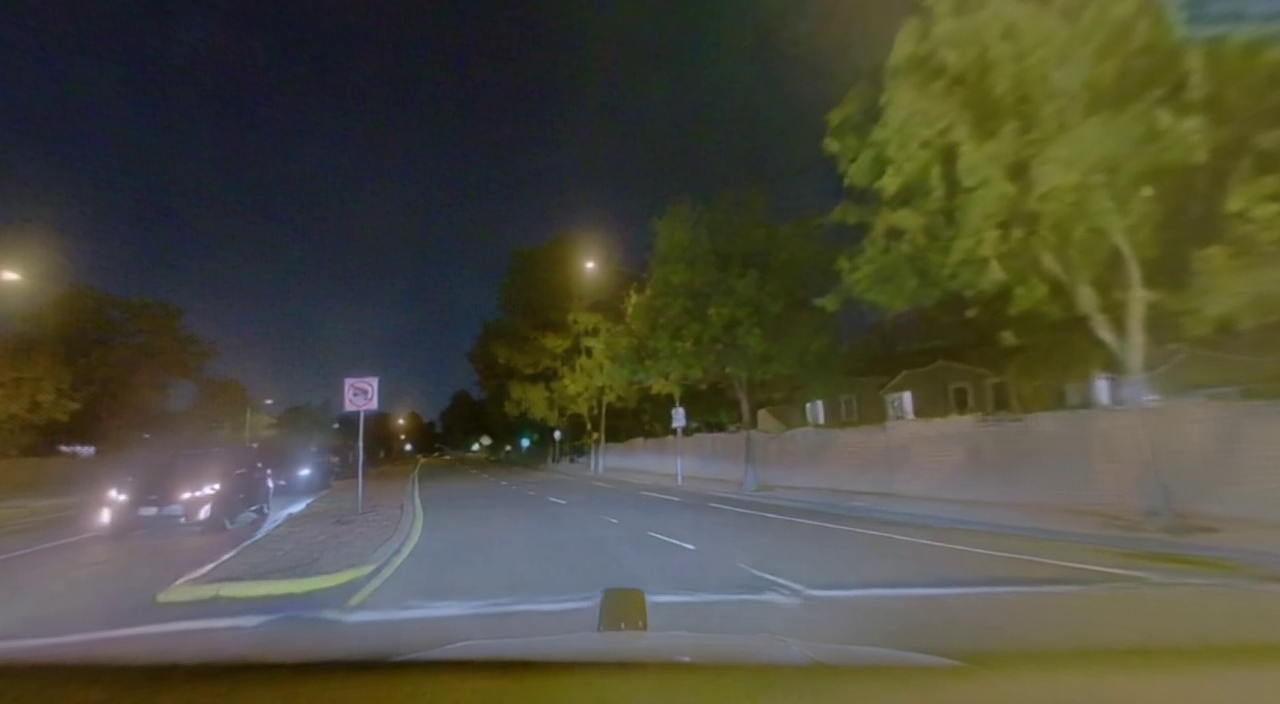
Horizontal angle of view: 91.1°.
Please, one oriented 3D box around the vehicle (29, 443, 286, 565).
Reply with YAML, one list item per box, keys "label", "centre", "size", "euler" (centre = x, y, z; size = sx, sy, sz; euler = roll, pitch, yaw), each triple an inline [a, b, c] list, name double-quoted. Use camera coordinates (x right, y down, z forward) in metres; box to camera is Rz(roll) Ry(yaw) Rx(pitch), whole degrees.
- label: "vehicle"
  centre: [-7.461, 2.267, 10.400]
  size: [1.912, 1.464, 4.652]
  euler: [3, -8, -19]
